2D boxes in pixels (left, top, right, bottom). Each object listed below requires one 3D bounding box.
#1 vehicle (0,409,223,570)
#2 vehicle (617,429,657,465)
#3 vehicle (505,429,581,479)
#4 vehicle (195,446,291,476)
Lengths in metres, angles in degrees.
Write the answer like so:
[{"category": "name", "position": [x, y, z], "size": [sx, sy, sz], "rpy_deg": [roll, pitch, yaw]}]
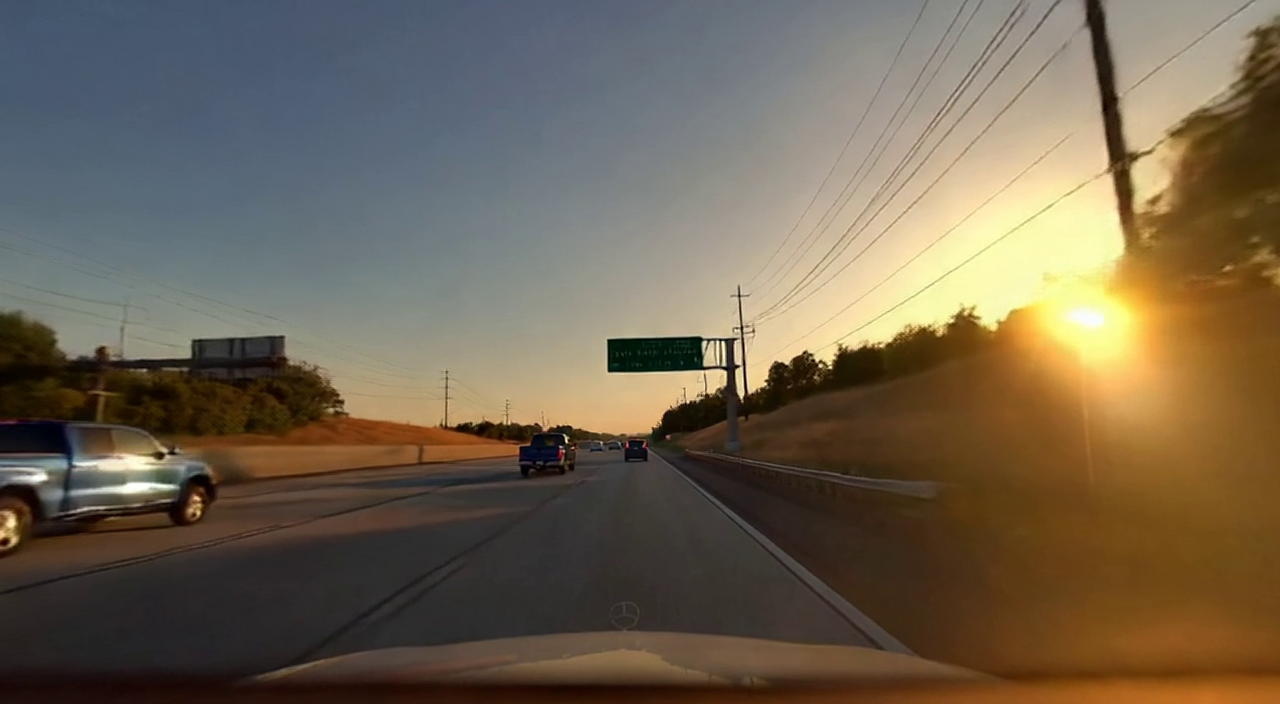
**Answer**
[{"category": "vehicle", "position": [-7.502, 1.562, 7.530], "size": [2.013, 1.609, 4.446], "rpy_deg": [0, -8, 0]}, {"category": "vehicle", "position": [-0.195, 6.096, 40.561], "size": [2.358, 2.144, 4.713], "rpy_deg": [0, -8, 0]}, {"category": "vehicle", "position": [-3.747, 4.067, 25.446], "size": [2.204, 1.812, 5.289], "rpy_deg": [0, -8, 0]}, {"category": "vehicle", "position": [-21.105, 5.783, 33.852], "size": [1.985, 1.469, 4.807], "rpy_deg": [0, -8, 0]}]
